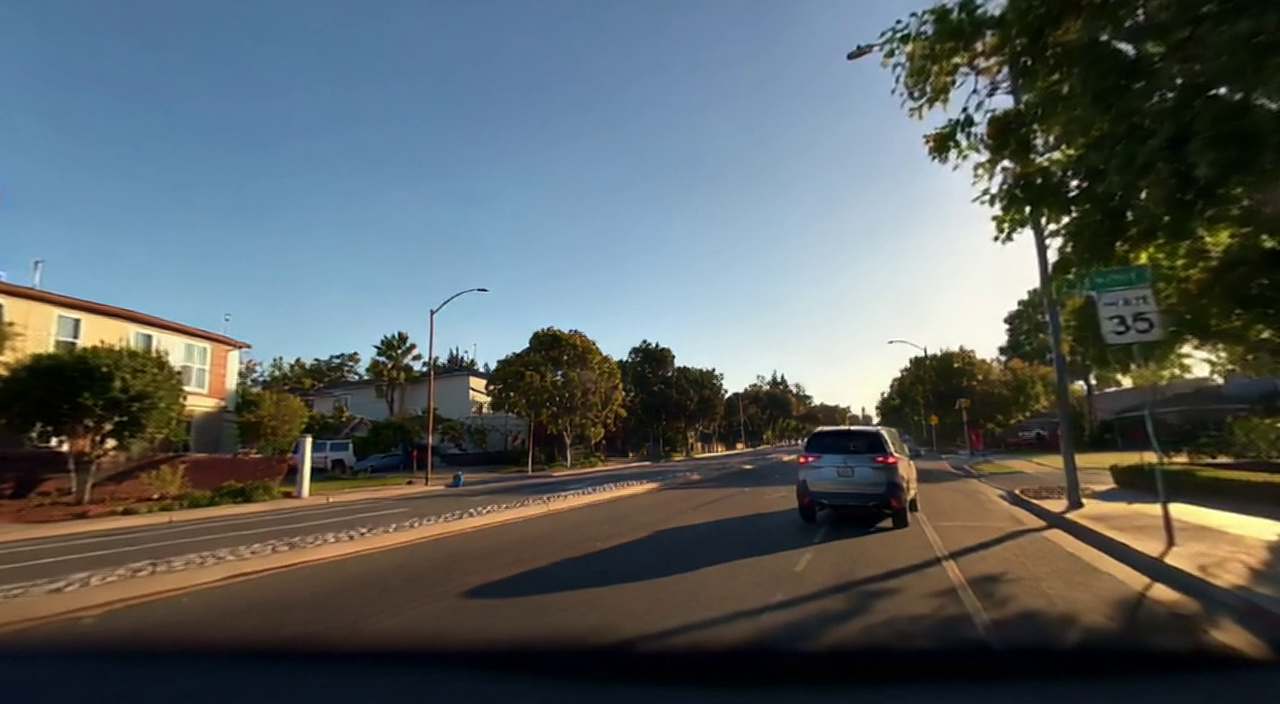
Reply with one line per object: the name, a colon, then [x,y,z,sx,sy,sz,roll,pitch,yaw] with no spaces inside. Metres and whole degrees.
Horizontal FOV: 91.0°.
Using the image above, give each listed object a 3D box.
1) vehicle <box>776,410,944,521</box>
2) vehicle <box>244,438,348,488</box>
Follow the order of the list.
vehicle: [4.511,2.126,12.449,2.018,1.733,4.546,-6,-9,32]
vehicle: [-20.399,6.568,37.694,2.329,2.631,5.560,-5,-9,12]
